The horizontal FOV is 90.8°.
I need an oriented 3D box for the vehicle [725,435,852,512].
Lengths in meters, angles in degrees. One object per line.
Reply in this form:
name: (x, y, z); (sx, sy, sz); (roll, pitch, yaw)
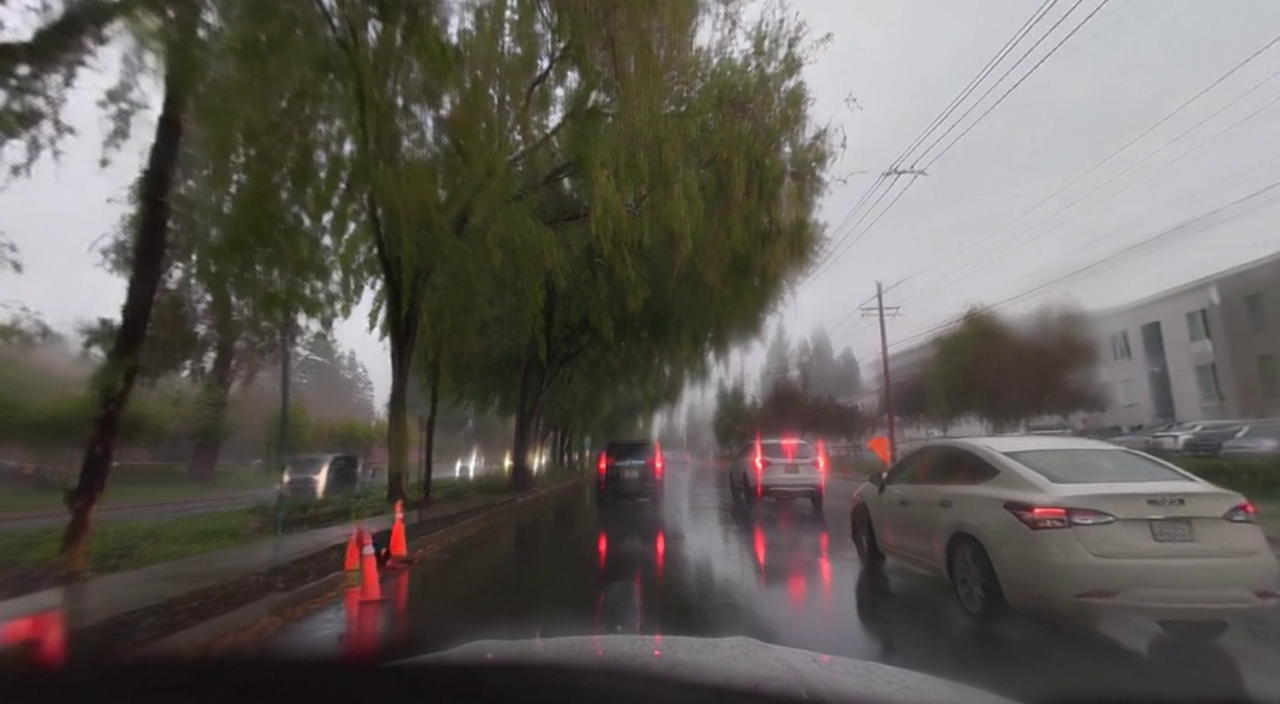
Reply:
vehicle: (3.763, 3.160, 17.016); (2.116, 1.726, 4.672); (0, -8, -2)

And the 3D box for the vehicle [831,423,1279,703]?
vehicle: (3.423, 1.443, 5.589); (1.977, 1.460, 4.565); (0, -8, -1)

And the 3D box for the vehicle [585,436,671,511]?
vehicle: (-0.316, 3.194, 17.103); (2.050, 1.745, 3.915); (-1, -8, 0)

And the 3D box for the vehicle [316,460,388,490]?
vehicle: (-16.306, 6.996, 36.097); (1.973, 1.457, 4.564); (-1, -8, 0)
